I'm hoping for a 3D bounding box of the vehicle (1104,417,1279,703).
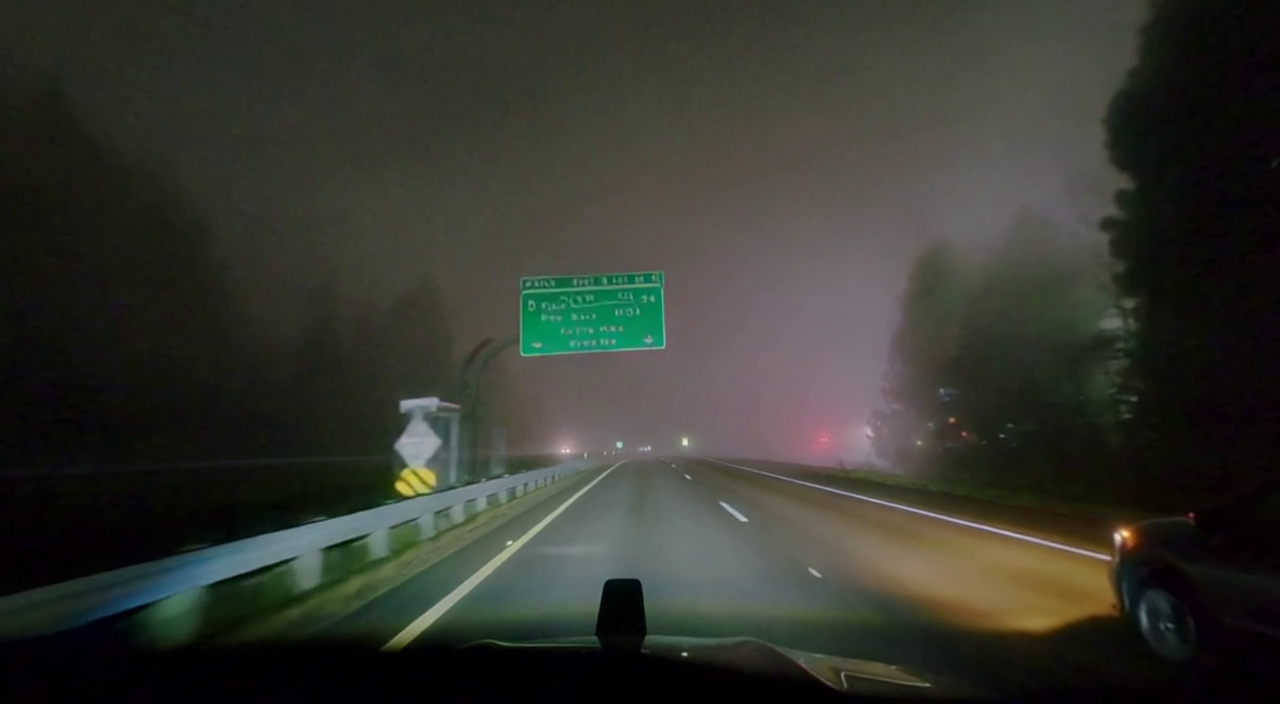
[{"bbox_3d":[3.580,0.762,1.080,1.959,1.428,4.828,0,-9,1],"label":"vehicle"}]
